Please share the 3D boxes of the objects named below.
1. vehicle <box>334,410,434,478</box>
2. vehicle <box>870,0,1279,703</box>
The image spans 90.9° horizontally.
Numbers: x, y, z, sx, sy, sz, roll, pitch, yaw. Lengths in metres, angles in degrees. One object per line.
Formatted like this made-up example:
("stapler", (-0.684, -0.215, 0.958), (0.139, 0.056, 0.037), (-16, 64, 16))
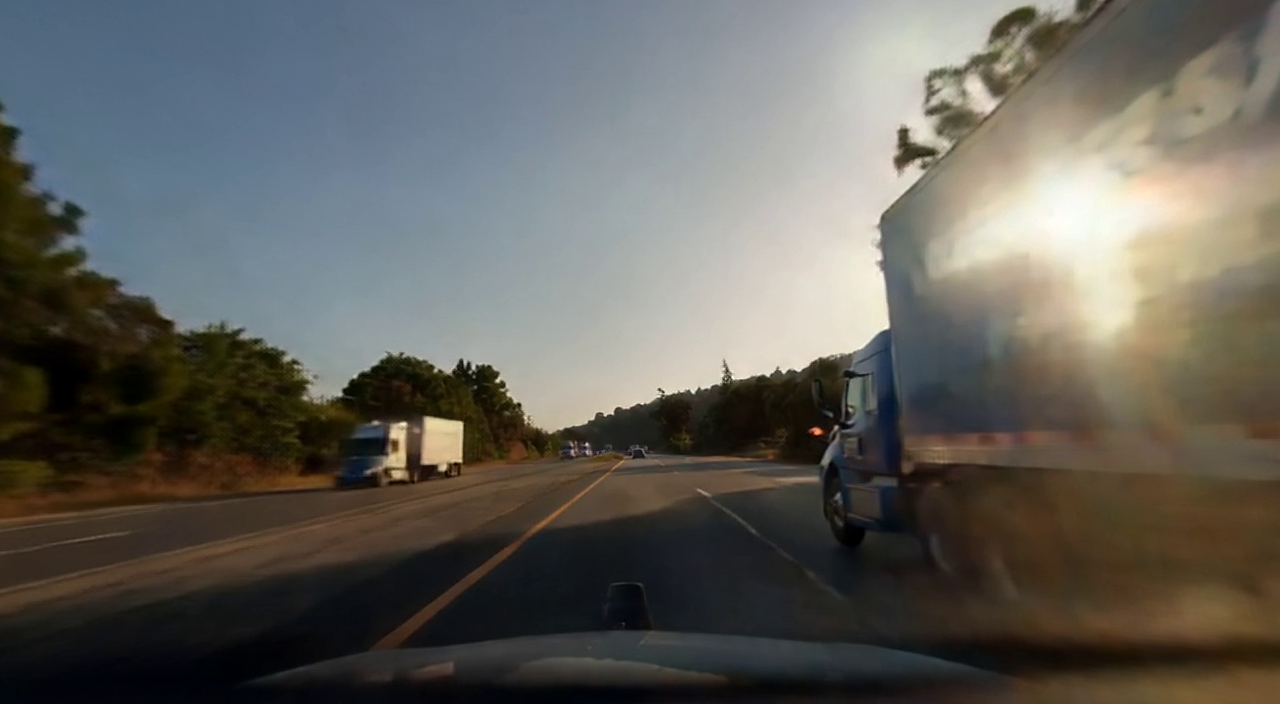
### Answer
("vehicle", (-15.679, 5.774, 39.403), (3.119, 3.797, 7.398), (0, -9, -1))
("vehicle", (3.727, -0.491, 1.839), (2.982, 4.164, 7.753), (0, -9, -1))
